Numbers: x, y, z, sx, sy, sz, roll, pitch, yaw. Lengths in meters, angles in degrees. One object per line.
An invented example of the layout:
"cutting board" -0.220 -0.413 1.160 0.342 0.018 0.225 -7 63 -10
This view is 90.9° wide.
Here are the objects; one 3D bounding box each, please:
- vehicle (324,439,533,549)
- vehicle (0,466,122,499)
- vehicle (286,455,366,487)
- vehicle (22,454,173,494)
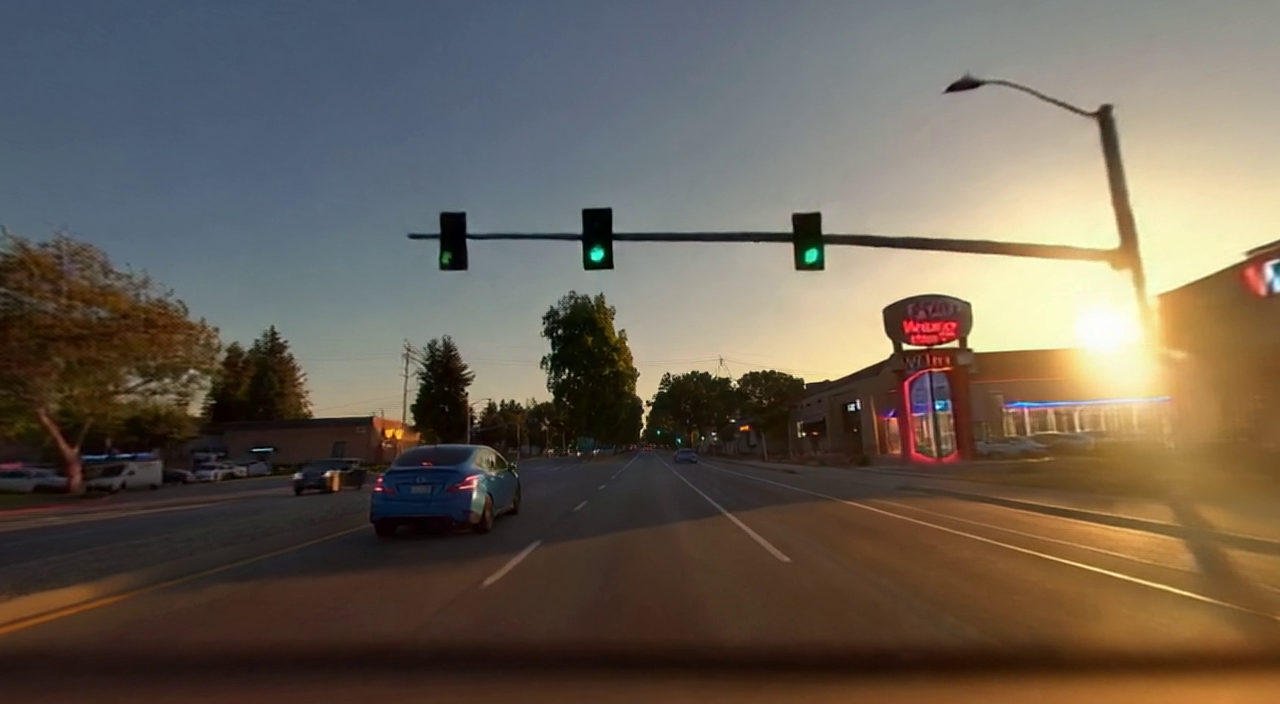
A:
"vehicle" -3.249 2.260 10.886 2.082 1.460 4.636 0 -8 -1
"vehicle" -30.970 6.883 33.352 4.960 1.464 2.137 4 -9 -24
"vehicle" -17.748 6.725 35.910 2.116 1.524 4.800 -4 -8 1
"vehicle" -31.021 6.971 36.376 6.015 2.018 2.513 4 -9 -26
